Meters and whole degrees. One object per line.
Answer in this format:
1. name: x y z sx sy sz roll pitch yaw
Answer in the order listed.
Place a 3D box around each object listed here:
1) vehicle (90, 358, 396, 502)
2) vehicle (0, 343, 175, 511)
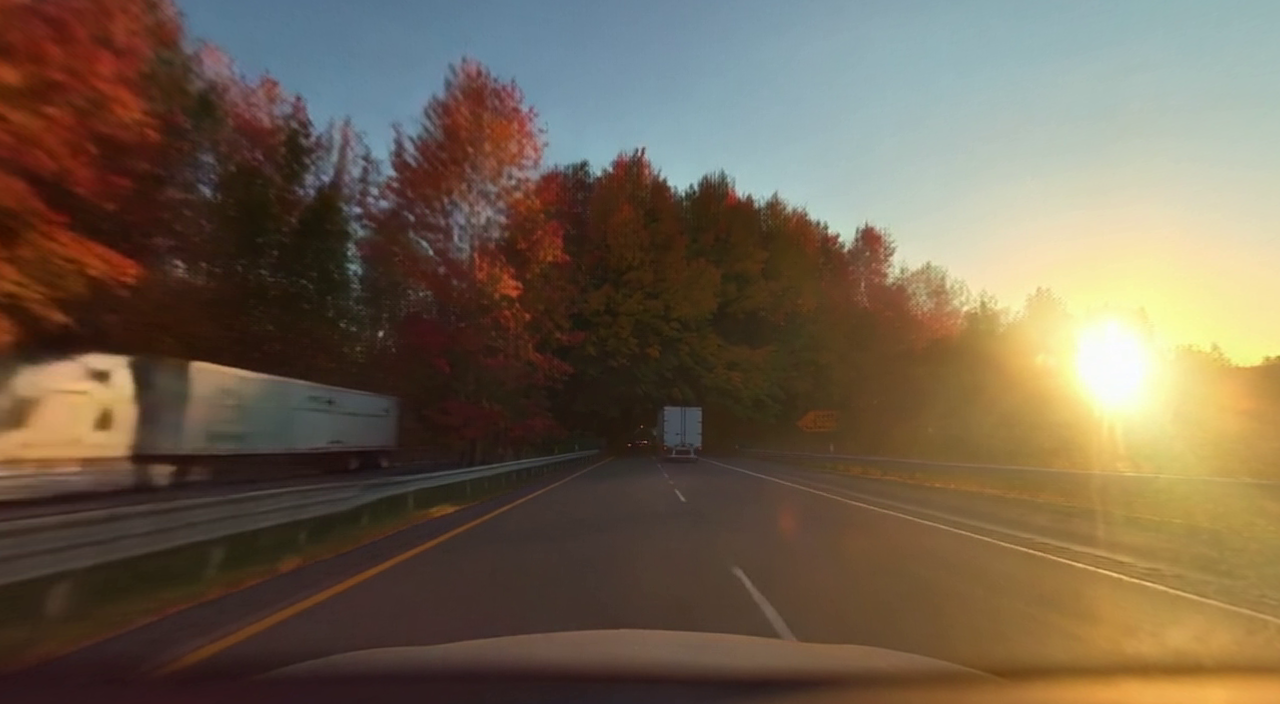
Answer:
1. vehicle: -13.857 3.193 24.783 2.963 4.037 14.038 0 -8 0
2. vehicle: -13.909 1.742 14.697 3.618 3.504 2.875 0 -8 1
